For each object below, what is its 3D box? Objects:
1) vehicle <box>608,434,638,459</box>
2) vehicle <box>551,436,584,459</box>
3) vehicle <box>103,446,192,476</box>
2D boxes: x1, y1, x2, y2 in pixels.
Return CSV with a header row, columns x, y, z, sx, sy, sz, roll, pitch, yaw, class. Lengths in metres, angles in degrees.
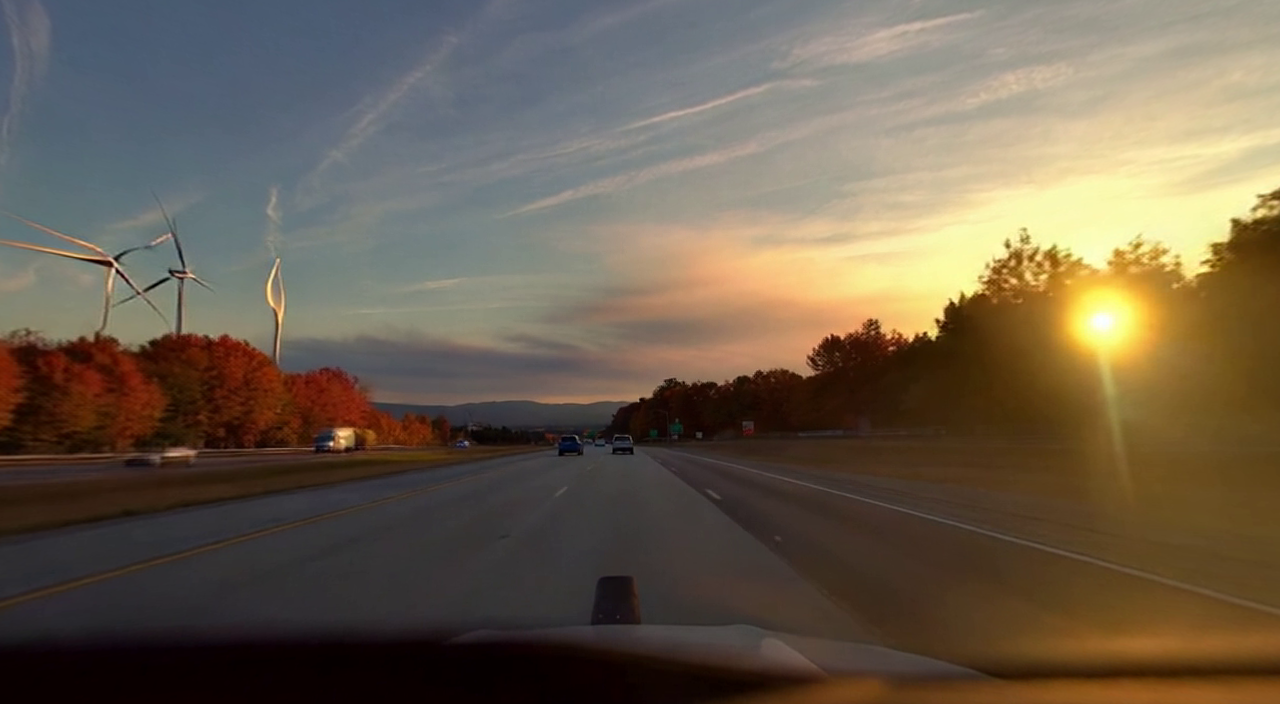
x,y,z,sx,sy,sz,roll,pitch,yaw,class
-1.311,7.316,48.829,2.213,1.774,4.563,0,-8,-1,vehicle
-5.432,7.181,47.422,2.062,1.622,4.153,0,-8,-1,vehicle
-28.755,6.364,36.917,1.851,1.595,4.296,0,-8,-3,vehicle
